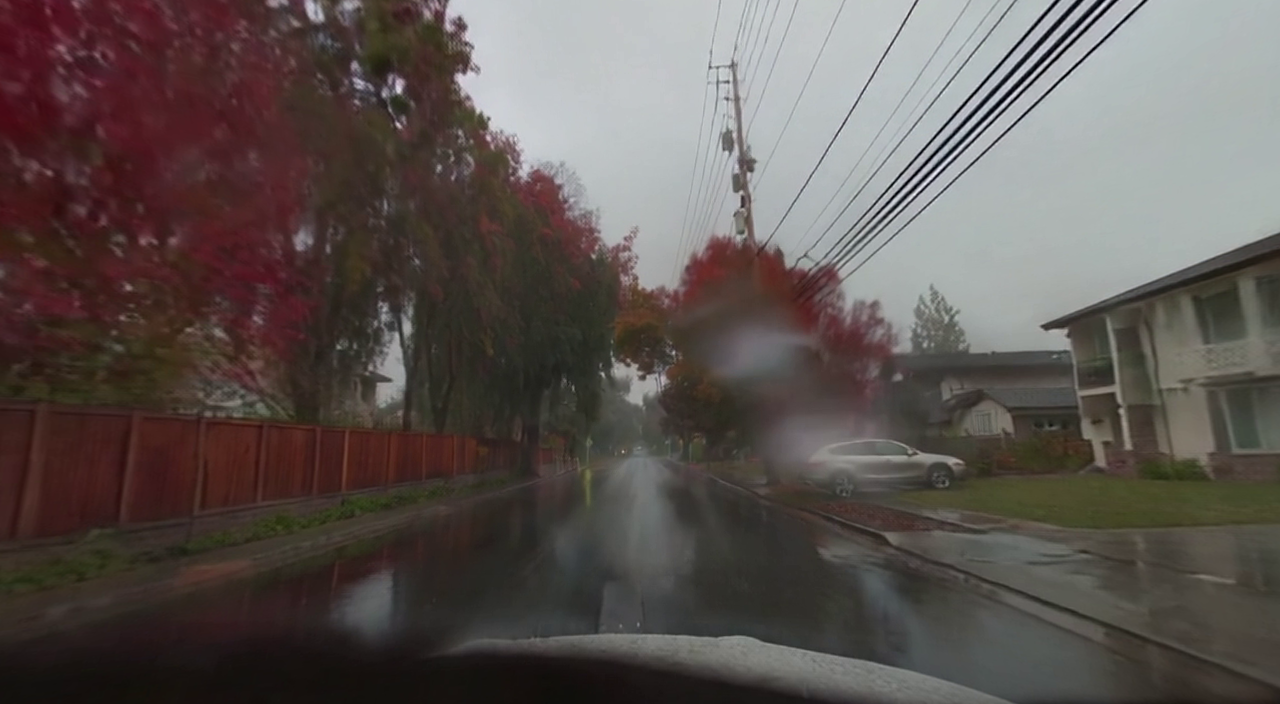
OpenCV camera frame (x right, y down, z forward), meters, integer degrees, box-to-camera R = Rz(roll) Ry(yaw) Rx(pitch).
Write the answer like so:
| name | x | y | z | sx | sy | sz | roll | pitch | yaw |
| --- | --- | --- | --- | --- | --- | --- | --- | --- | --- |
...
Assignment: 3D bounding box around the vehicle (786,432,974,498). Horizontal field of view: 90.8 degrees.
| name | x | y | z | sx | sy | sz | roll | pitch | yaw |
| --- | --- | --- | --- | --- | --- | --- | --- | --- | --- |
| vehicle | 7.050 | 3.389 | 19.054 | 4.806 | 1.851 | 2.050 | 0 | -9 | 2 |
